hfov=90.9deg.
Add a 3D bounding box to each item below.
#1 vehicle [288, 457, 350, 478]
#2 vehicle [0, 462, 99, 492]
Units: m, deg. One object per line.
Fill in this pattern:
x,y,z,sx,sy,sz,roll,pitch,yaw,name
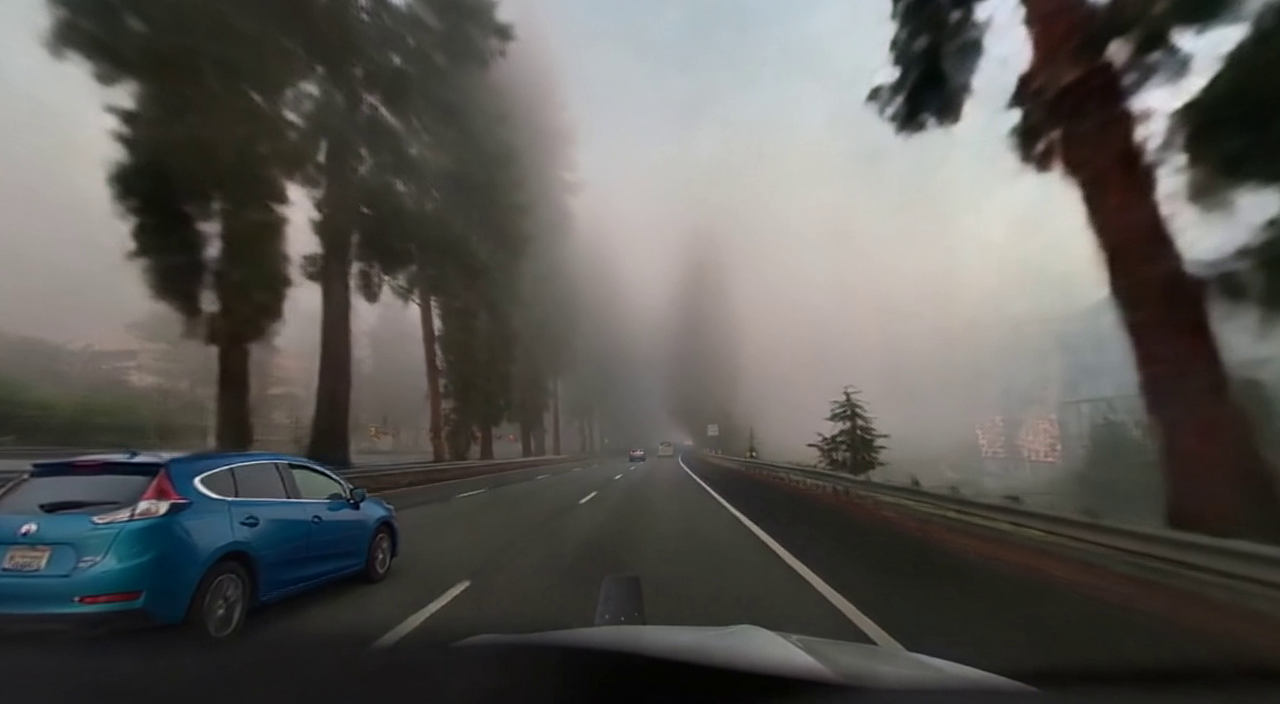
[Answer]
-24.993,8.968,49.297,1.964,1.444,4.565,-2,-8,8,vehicle
-34.691,7.249,36.831,1.852,1.443,4.431,-2,-8,8,vehicle
